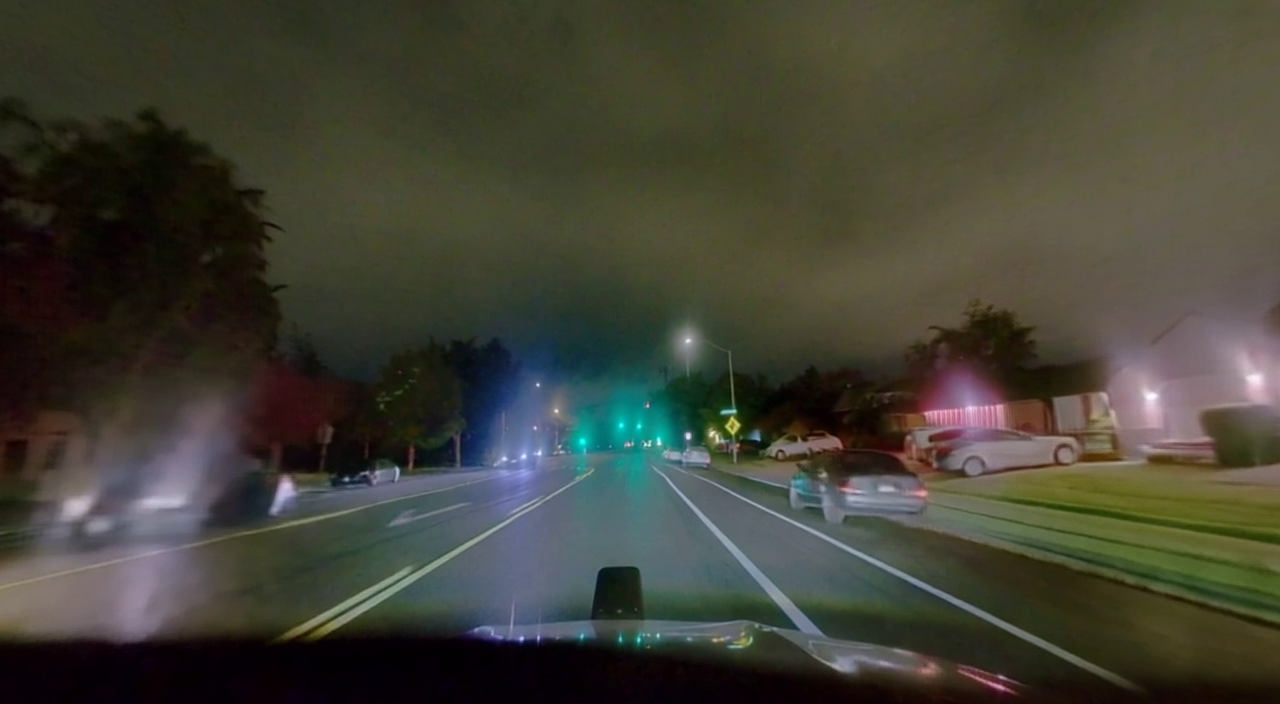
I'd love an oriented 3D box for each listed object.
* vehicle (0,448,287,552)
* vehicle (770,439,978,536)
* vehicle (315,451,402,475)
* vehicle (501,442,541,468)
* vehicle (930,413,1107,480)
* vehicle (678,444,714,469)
[{"bbox_3d":[-8.735,2.548,11.680,1.871,1.484,4.383,0,-8,0],"label":"vehicle"},{"bbox_3d":[4.035,2.391,11.934,1.946,1.431,4.695,0,-8,-3],"label":"vehicle"},{"bbox_3d":[-18.833,7.432,42.459,4.880,1.500,1.965,0,-8,-2],"label":"vehicle"},{"bbox_3d":[-8.658,7.514,46.384,2.041,1.760,4.522,-1,-8,1],"label":"vehicle"},{"bbox_3d":[11.190,2.818,18.901,3.999,1.599,1.819,-5,-8,0],"label":"vehicle"},{"bbox_3d":[3.663,6.920,42.084,1.991,1.500,4.562,0,-8,-1],"label":"vehicle"}]
